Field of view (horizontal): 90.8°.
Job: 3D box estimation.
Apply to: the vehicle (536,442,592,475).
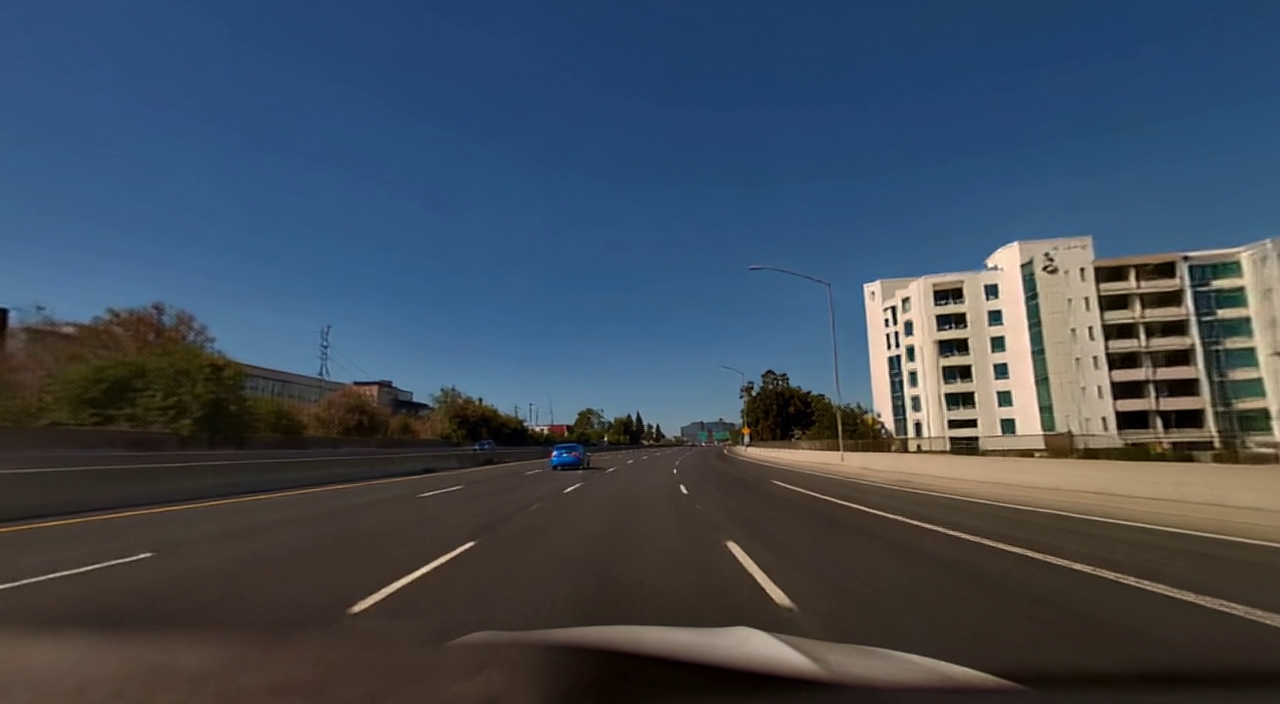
[{"bbox_3d":[-3.761,5.368,32.110,2.087,1.566,4.756,0,-9,2],"label":"vehicle"}]
